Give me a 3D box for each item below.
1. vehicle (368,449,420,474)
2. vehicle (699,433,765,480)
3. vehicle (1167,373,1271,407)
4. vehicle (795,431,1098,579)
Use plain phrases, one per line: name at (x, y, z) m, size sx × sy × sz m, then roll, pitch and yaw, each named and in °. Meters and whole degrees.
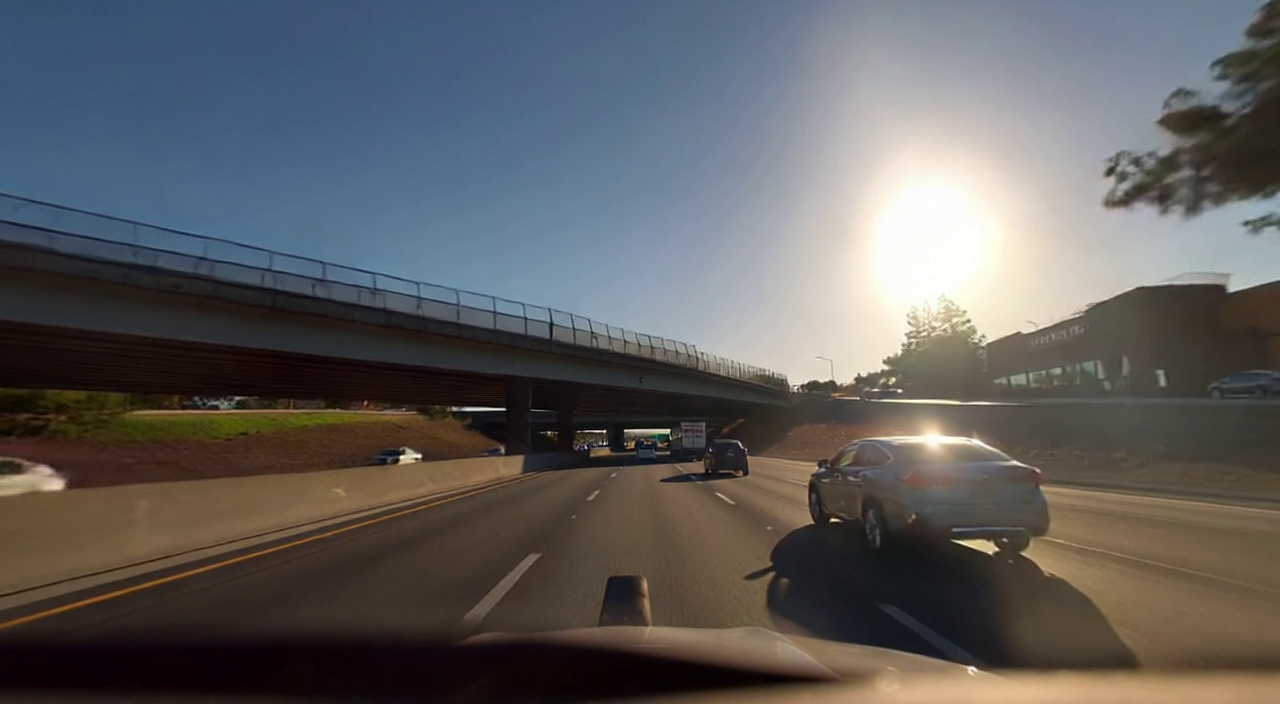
vehicle at (-18.243, 8.131, 47.040) m, size 2.027 × 1.666 × 4.508 m, roll 0°, pitch -8°, yaw 1°
vehicle at (3.906, 4.533, 27.674) m, size 2.086 × 1.858 × 4.737 m, roll 0°, pitch -8°, yaw -1°
vehicle at (35.800, 2.418, 39.172) m, size 2.024 × 1.757 × 4.696 m, roll -1°, pitch -8°, yaw 1°
vehicle at (3.665, 1.885, 8.682) m, size 1.902 × 1.481 × 4.451 m, roll 0°, pitch -8°, yaw 0°
